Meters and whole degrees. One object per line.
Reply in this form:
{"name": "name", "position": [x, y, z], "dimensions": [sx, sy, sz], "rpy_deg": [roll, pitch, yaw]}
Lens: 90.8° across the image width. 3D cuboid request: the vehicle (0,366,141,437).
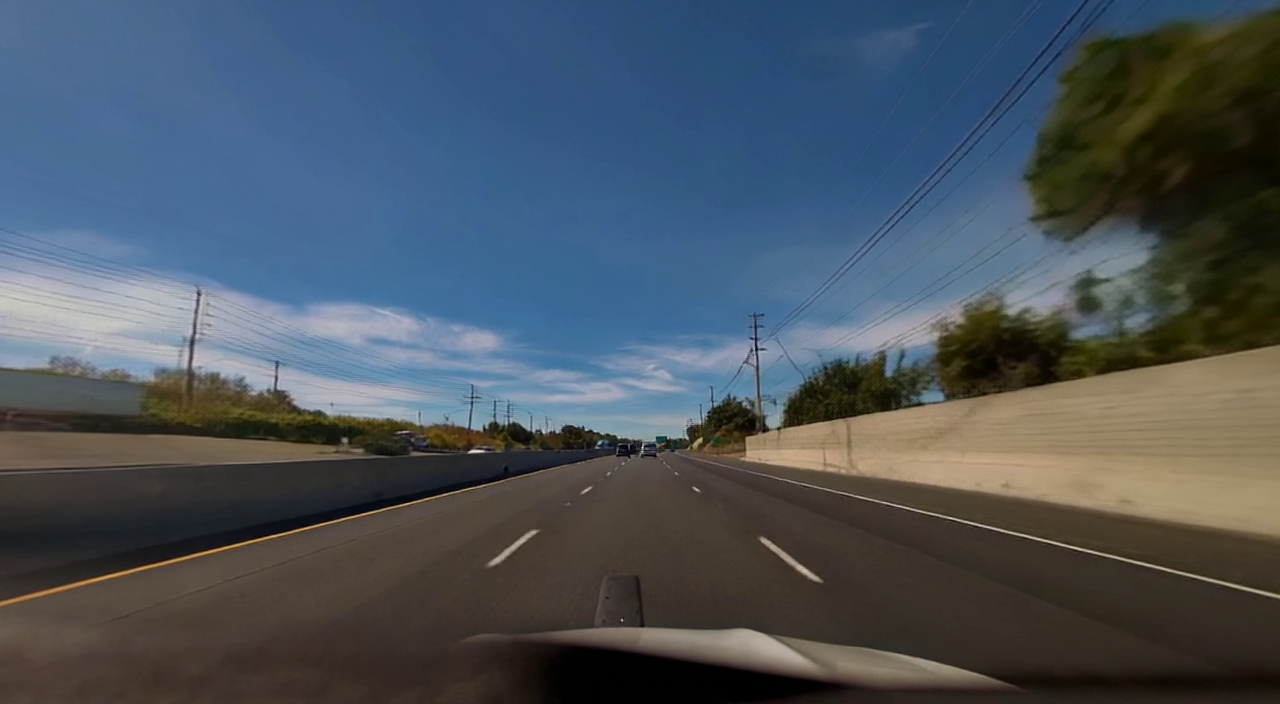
{"name": "vehicle", "position": [-38.615, 3.211, 39.506], "dimensions": [2.782, 3.917, 14.022], "rpy_deg": [0, -9, 2]}
